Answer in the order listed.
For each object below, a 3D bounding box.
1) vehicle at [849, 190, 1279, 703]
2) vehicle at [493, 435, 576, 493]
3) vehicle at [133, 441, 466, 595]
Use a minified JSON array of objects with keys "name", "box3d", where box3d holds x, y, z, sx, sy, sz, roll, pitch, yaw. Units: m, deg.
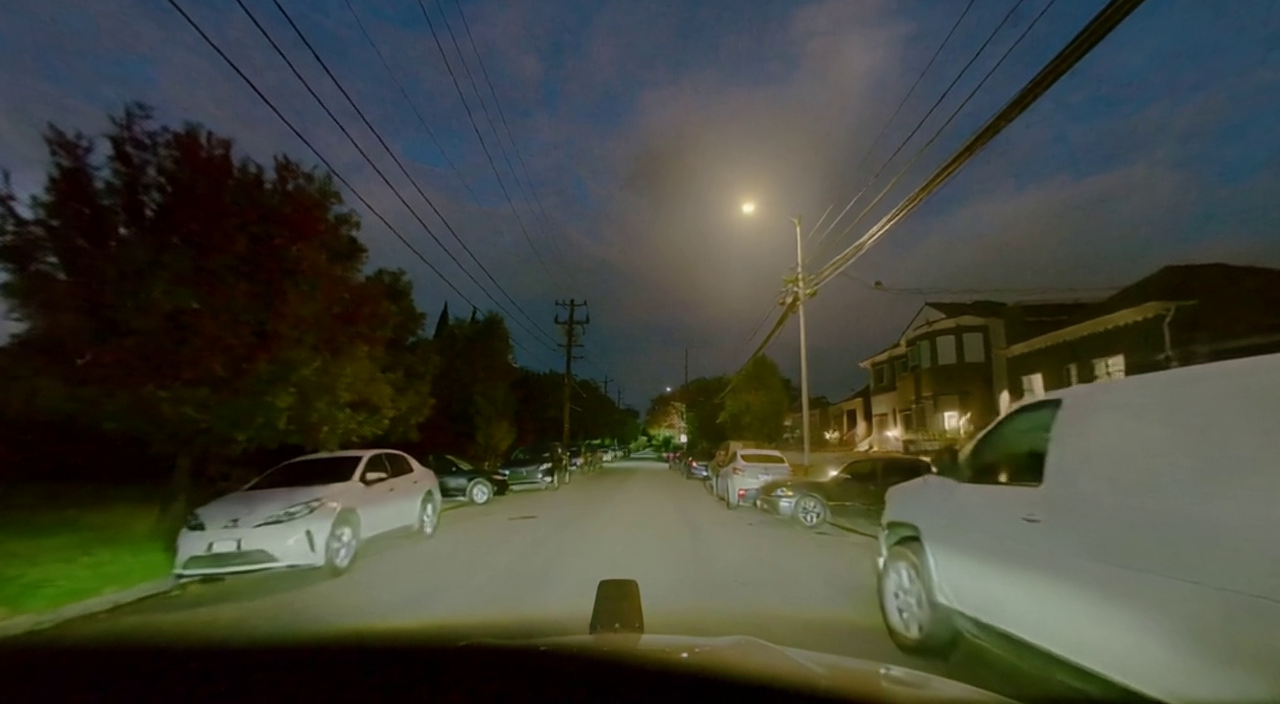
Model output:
[{"name":"vehicle","box3d":[2.746,0.705,2.175,2.295,2.019,5.212,0,-8,1]},{"name":"vehicle","box3d":[-3.871,4.187,24.167,2.280,1.953,5.092,0,-8,0]},{"name":"vehicle","box3d":[-4.117,2.037,8.815,1.988,1.541,4.686,0,-8,1]}]
